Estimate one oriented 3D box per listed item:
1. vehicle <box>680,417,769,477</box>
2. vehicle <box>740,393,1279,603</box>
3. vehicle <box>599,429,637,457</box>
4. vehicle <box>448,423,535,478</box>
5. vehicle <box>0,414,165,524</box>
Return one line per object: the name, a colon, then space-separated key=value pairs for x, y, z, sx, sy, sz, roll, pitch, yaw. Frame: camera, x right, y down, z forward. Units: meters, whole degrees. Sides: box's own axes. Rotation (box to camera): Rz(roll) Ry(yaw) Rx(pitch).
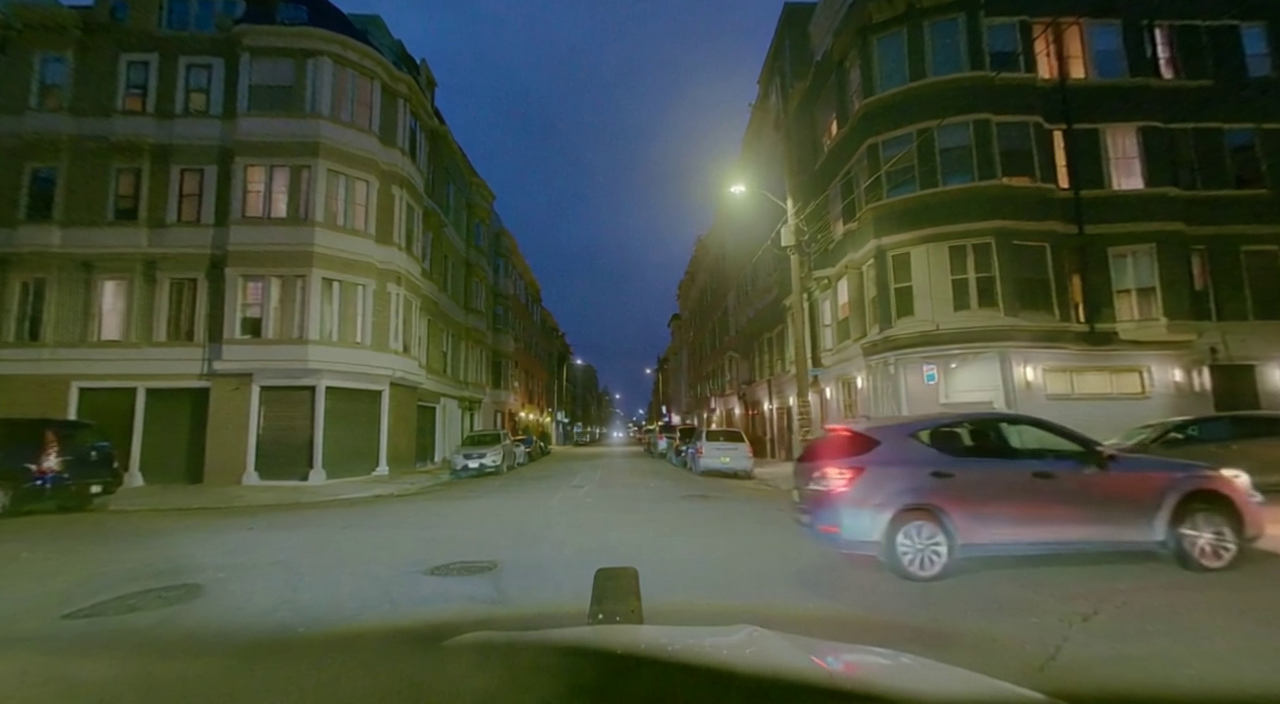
vehicle: x=2.326 y=2.752 z=18.371 sx=1.868 sy=1.544 sz=3.869 roll=1 pitch=-8 yaw=-3
vehicle: x=3.432 y=1.258 z=6.091 sx=4.469 sy=1.566 sz=1.993 roll=1 pitch=-7 yaw=-8
vehicle: x=-1.378 y=5.831 z=40.597 sx=2.341 sy=1.675 sz=4.360 roll=0 pitch=-8 yaw=-1
vehicle: x=-4.226 y=2.858 z=18.488 sx=1.882 sy=1.459 sz=3.518 roll=1 pitch=-8 yaw=-4
vehicle: x=-11.045 y=1.869 z=10.392 sx=4.679 sy=1.631 sz=2.025 roll=1 pitch=-8 yaw=-2
